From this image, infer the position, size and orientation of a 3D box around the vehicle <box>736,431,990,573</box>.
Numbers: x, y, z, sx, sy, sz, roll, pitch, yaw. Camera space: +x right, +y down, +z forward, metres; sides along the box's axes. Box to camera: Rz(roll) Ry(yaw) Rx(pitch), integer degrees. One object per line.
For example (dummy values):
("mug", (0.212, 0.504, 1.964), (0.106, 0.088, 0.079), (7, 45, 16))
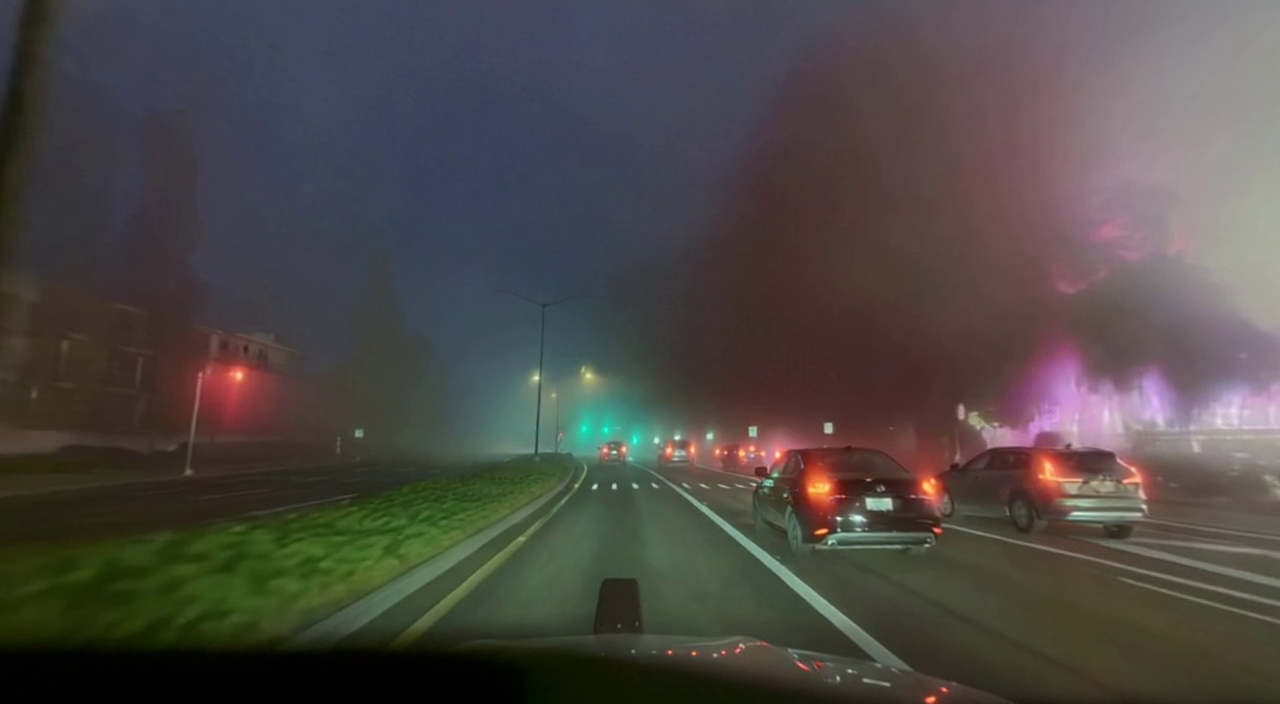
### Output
("vehicle", (2.657, 1.879, 8.743), (1.883, 1.452, 4.258), (0, -8, -1))

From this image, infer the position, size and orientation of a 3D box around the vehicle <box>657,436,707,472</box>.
("vehicle", (2.101, 5.269, 32.676), (2.000, 1.745, 4.206), (1, -8, -4))

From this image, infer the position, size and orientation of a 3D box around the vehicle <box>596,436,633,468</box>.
("vehicle", (-1.617, 6.016, 38.036), (2.051, 1.798, 4.168), (1, -8, -5))

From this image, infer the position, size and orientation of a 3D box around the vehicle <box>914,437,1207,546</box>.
("vehicle", (6.649, 2.205, 10.706), (1.917, 1.457, 4.274), (0, -8, -2))
